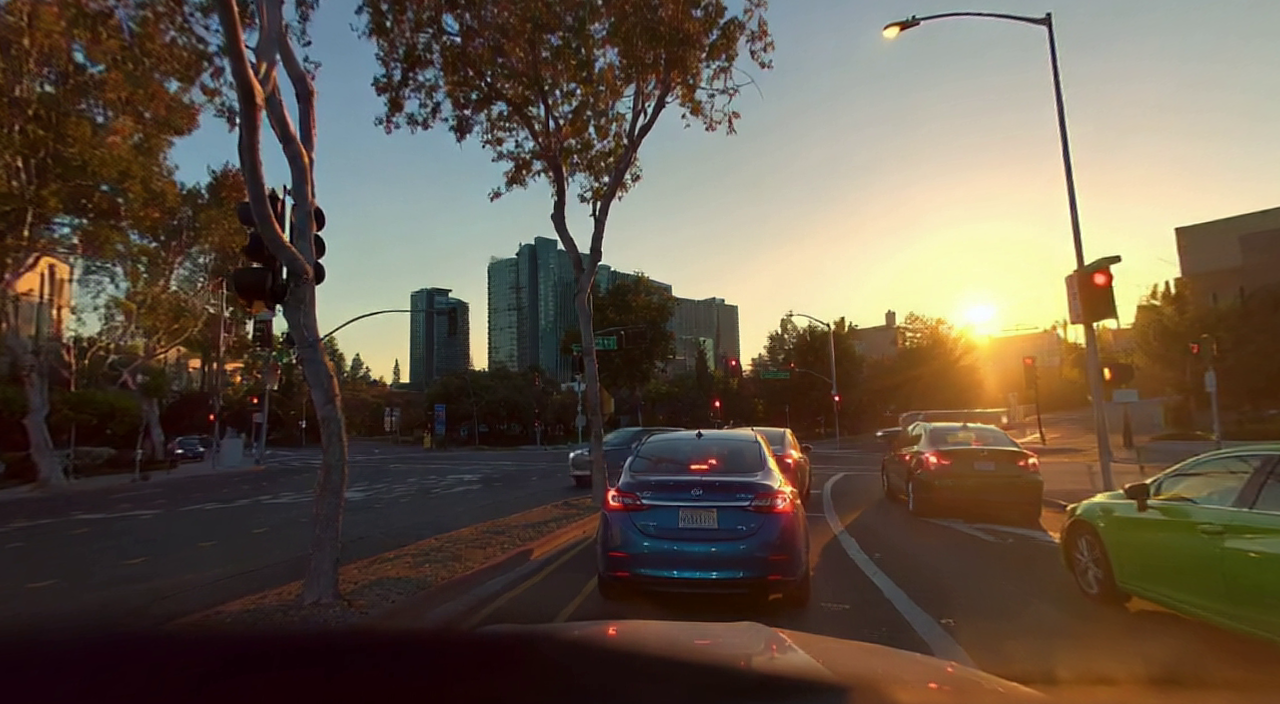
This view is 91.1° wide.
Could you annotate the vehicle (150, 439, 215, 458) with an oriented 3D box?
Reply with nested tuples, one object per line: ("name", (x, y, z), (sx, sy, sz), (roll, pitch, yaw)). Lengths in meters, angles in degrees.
("vehicle", (-35.407, 7.443, 48.630), (1.652, 1.433, 3.733), (-7, -11, 40))

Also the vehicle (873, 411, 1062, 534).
("vehicle", (5.521, 2.048, 11.296), (2.102, 1.717, 4.373), (-2, -9, 16))

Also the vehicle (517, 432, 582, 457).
("vehicle", (-6.013, 6.111, 41.569), (1.932, 1.573, 4.509), (8, -12, -44))

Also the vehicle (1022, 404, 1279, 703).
("vehicle", (4.237, 1.059, 3.375), (1.954, 1.508, 4.441), (-1, -8, 6))

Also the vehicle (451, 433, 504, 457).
("vehicle", (-12.506, 7.119, 48.192), (1.972, 1.705, 4.457), (8, -11, -44))

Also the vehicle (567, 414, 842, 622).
("vehicle", (0.841, 1.500, 6.696), (2.052, 1.483, 3.928), (-2, -8, 12))
